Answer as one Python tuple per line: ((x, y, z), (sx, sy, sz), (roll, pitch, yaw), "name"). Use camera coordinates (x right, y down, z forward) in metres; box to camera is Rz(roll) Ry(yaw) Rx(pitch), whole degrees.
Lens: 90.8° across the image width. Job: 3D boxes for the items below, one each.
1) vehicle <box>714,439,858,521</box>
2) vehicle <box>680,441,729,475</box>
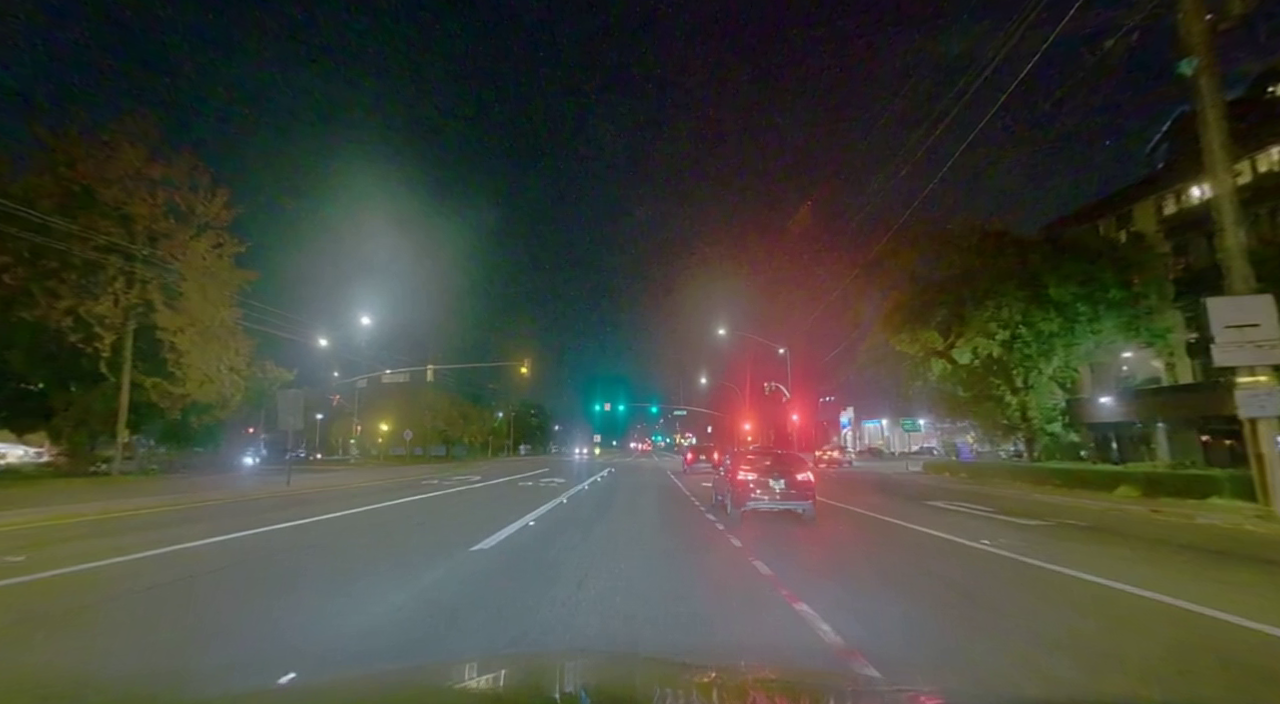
((2.903, 2.656, 13.720), (2.004, 1.455, 4.417), (0, -8, -1), "vehicle")
((3.327, 5.590, 33.569), (2.128, 1.699, 4.222), (0, -8, 0), "vehicle")
